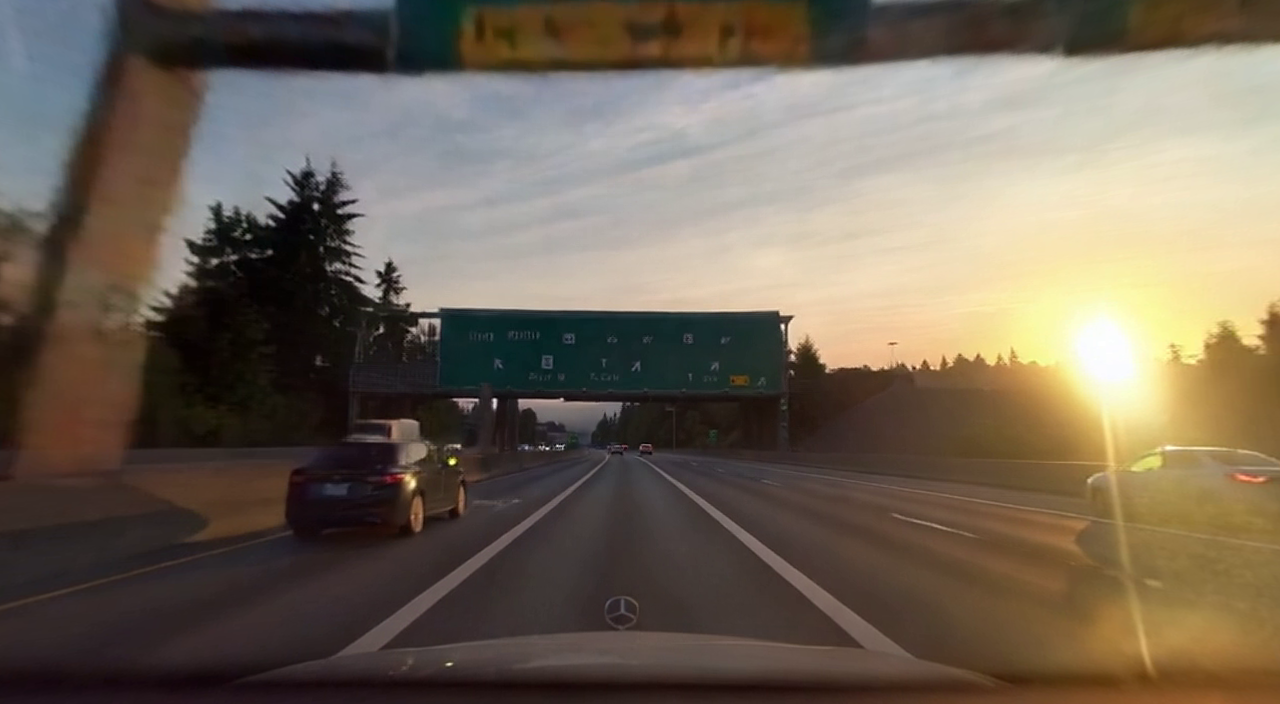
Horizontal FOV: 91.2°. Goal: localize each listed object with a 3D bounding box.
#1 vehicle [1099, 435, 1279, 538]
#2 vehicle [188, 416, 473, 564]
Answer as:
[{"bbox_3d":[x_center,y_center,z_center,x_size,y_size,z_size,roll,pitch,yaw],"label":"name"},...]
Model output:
[{"bbox_3d":[10.081,2.158,10.467,1.853,1.463,3.780,0,-9,-1],"label":"vehicle"},{"bbox_3d":[-3.956,1.836,8.945,2.071,1.615,3.868,0,-9,0],"label":"vehicle"}]
